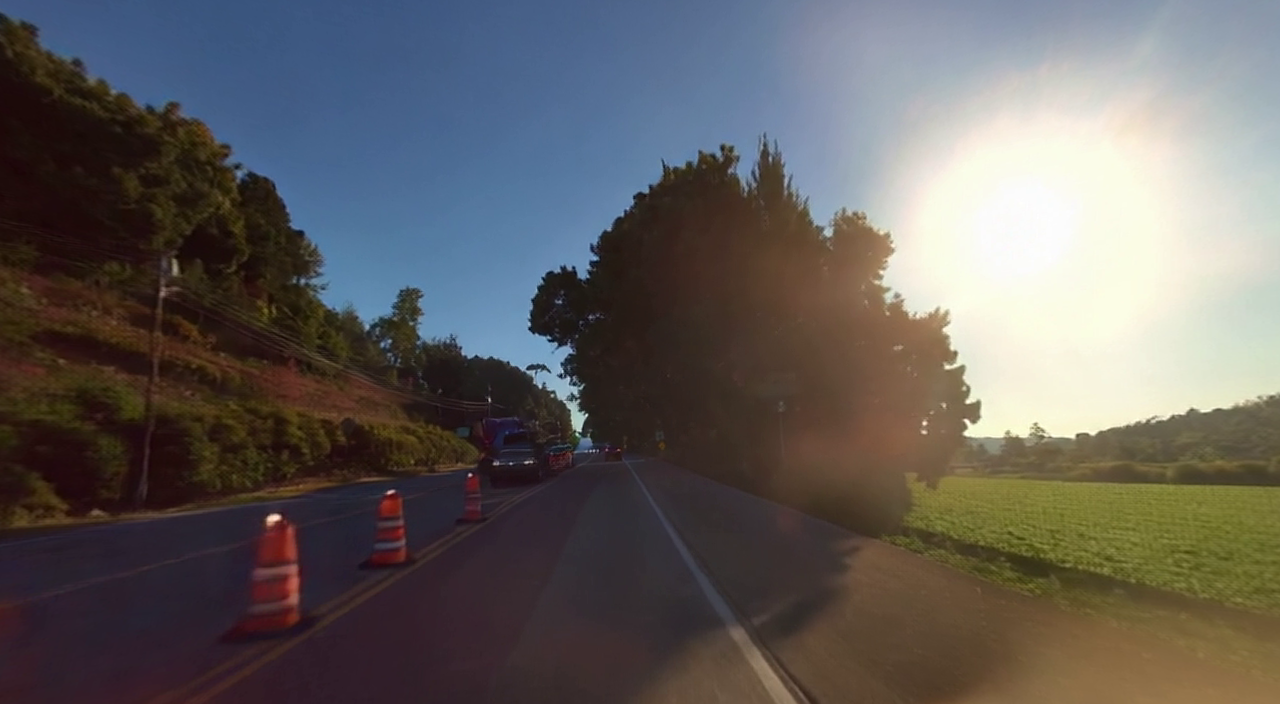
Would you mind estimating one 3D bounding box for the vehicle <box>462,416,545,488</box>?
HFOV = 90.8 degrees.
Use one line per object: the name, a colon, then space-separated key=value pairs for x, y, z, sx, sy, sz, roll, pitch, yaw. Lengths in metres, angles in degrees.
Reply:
vehicle: x=-5.052 y=3.759 z=24.017 sx=2.380 sy=2.488 sz=4.028 roll=0 pitch=-8 yaw=-2
